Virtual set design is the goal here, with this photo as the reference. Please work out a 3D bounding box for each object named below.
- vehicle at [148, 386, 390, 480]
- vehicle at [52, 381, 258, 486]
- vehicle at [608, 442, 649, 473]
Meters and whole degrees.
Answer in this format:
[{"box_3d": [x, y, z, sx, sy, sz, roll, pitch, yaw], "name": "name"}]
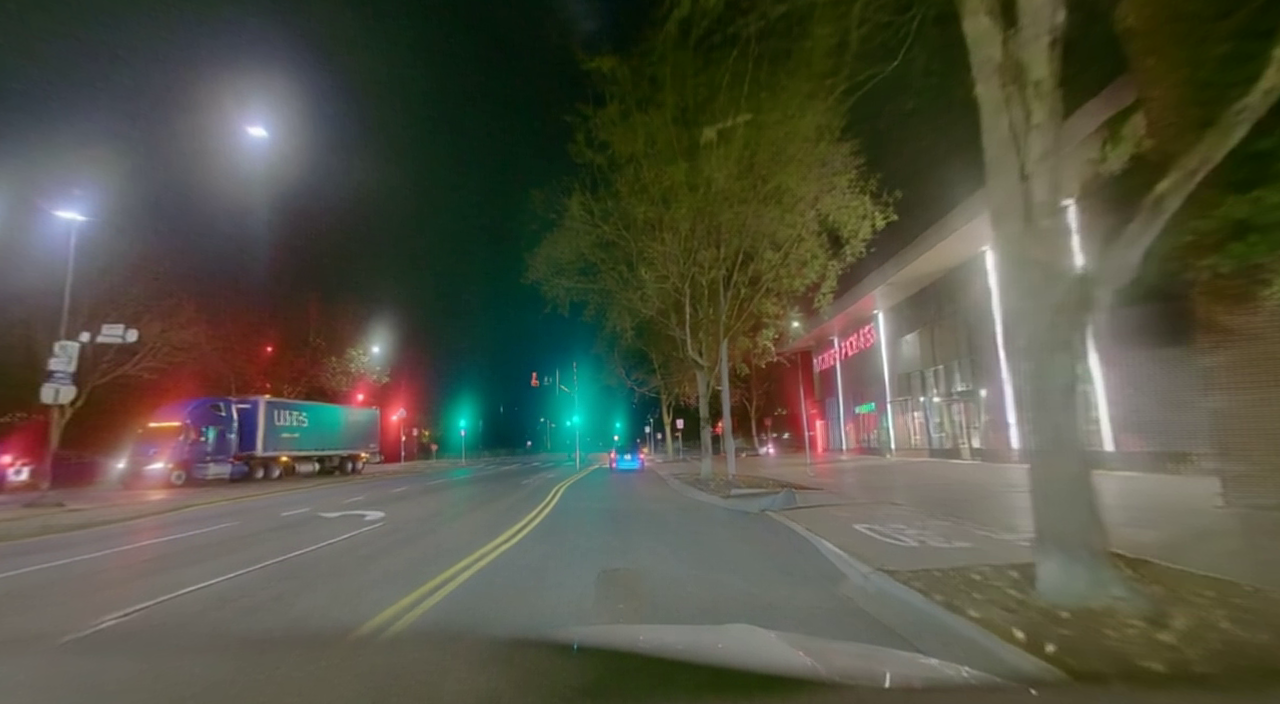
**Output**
[{"box_3d": [-18.513, 4.369, 33.264, 2.792, 4.025, 11.784, -3, -9, 19], "name": "vehicle"}, {"box_3d": [-20.530, 3.571, 27.299, 3.045, 3.961, 6.104, -2, -9, 17], "name": "vehicle"}, {"box_3d": [-0.536, 5.410, 32.575, 2.006, 1.470, 3.799, 0, -8, 1], "name": "vehicle"}]
